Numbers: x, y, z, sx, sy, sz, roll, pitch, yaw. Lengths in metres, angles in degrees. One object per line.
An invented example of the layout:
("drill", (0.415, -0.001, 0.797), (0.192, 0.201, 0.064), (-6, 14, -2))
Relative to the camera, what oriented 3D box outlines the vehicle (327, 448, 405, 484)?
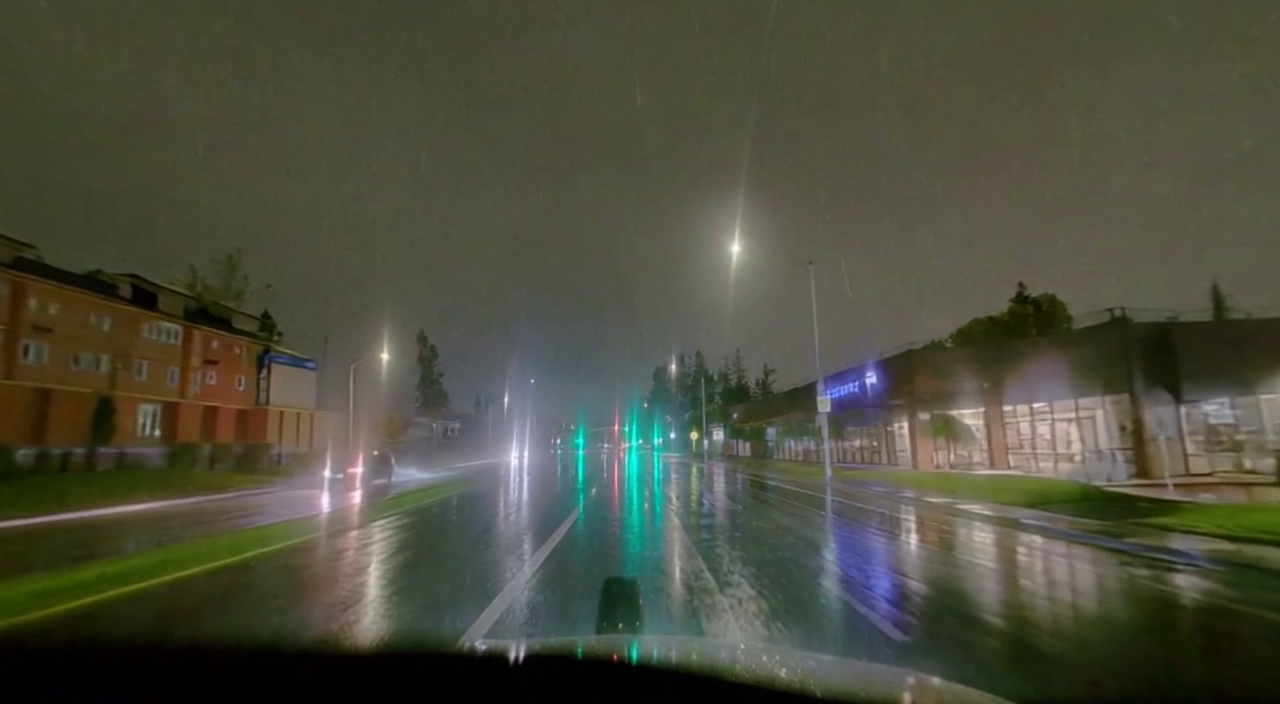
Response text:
("vehicle", (-15.082, 6.281, 35.111), (2.043, 1.797, 4.919), (-1, -8, 1))
